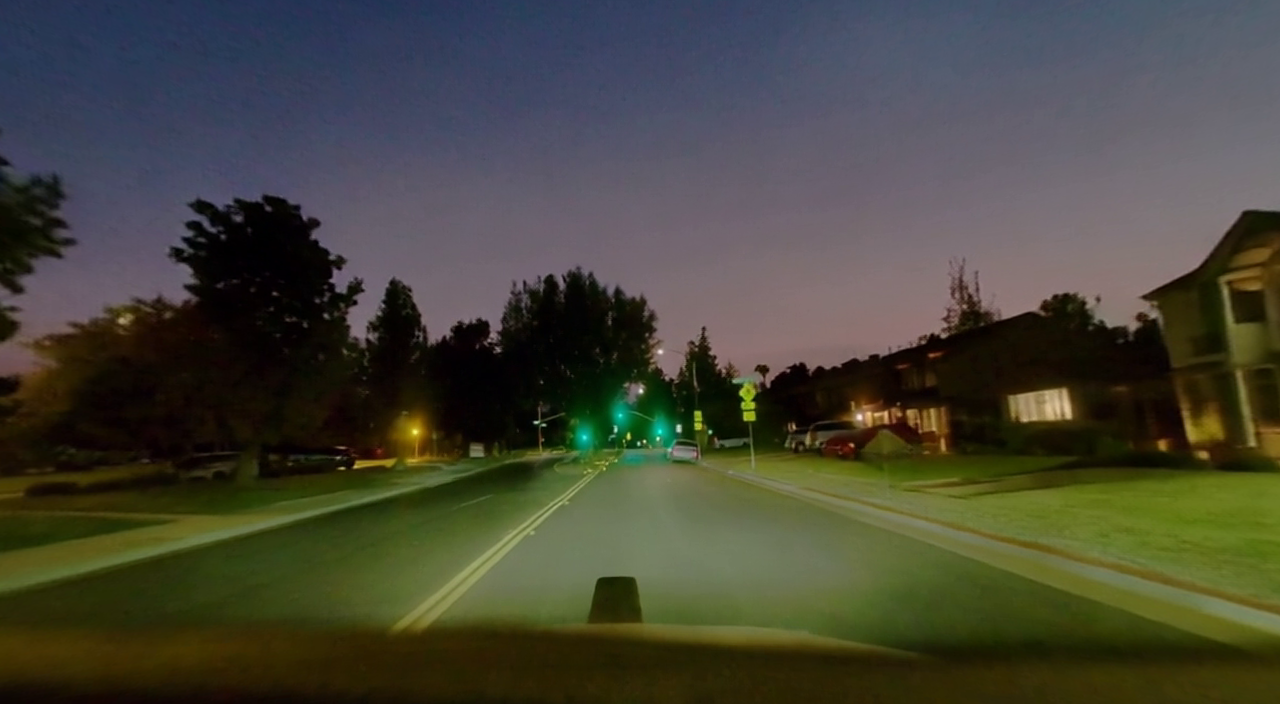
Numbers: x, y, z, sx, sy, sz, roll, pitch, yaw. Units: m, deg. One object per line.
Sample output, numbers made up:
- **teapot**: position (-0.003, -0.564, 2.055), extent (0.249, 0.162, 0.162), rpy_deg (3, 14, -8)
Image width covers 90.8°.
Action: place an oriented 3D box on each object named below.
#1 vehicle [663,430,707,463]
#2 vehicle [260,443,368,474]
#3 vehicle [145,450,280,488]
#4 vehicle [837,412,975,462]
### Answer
- **vehicle**: position (2.782, 6.006, 40.207), extent (2.221, 1.892, 5.555), rpy_deg (0, -8, -2)
- **vehicle**: position (-19.872, 6.444, 38.728), extent (2.059, 1.746, 5.388), rpy_deg (-8, -11, 42)
- **vehicle**: position (-19.156, 5.208, 28.463), extent (4.691, 1.483, 1.955), rpy_deg (8, -12, -44)
- **vehicle**: position (10.968, 3.560, 26.284), extent (4.750, 1.658, 1.902), rpy_deg (-4, -10, 0)
